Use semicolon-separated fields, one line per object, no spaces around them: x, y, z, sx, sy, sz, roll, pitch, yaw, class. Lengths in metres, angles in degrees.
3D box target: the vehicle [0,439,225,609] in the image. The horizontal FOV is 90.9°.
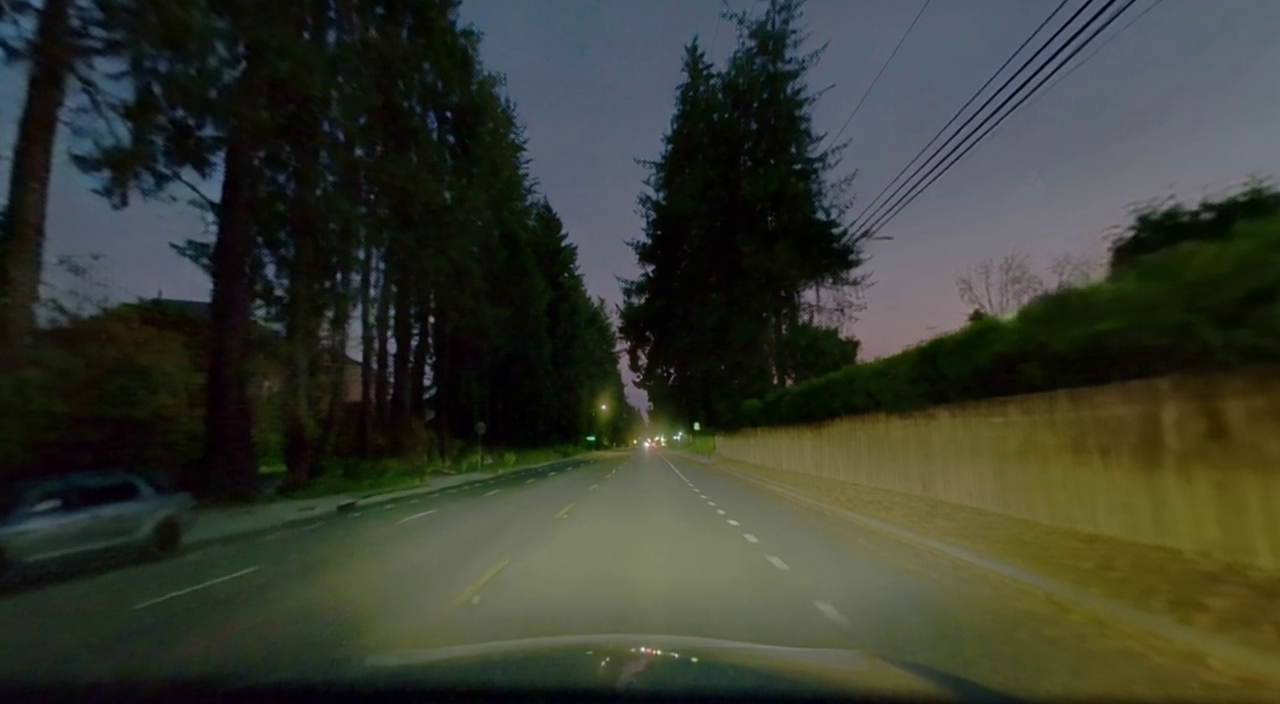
-7.744;2.076;8.150;1.945;1.760;4.021;-3;-8;2;vehicle
